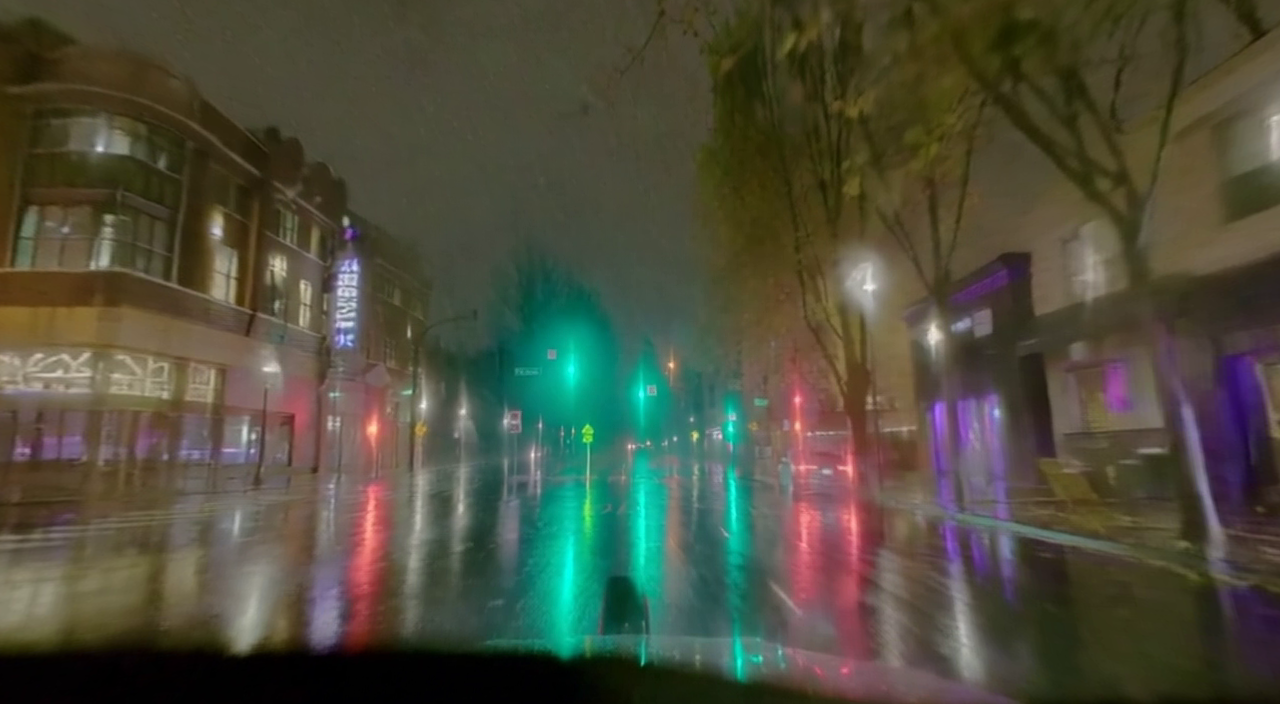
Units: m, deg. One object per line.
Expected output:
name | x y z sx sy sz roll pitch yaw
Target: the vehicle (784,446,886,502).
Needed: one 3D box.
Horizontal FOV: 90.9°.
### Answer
vehicle | 6.131 3.855 20.407 1.906 1.523 4.336 2 -9 0
